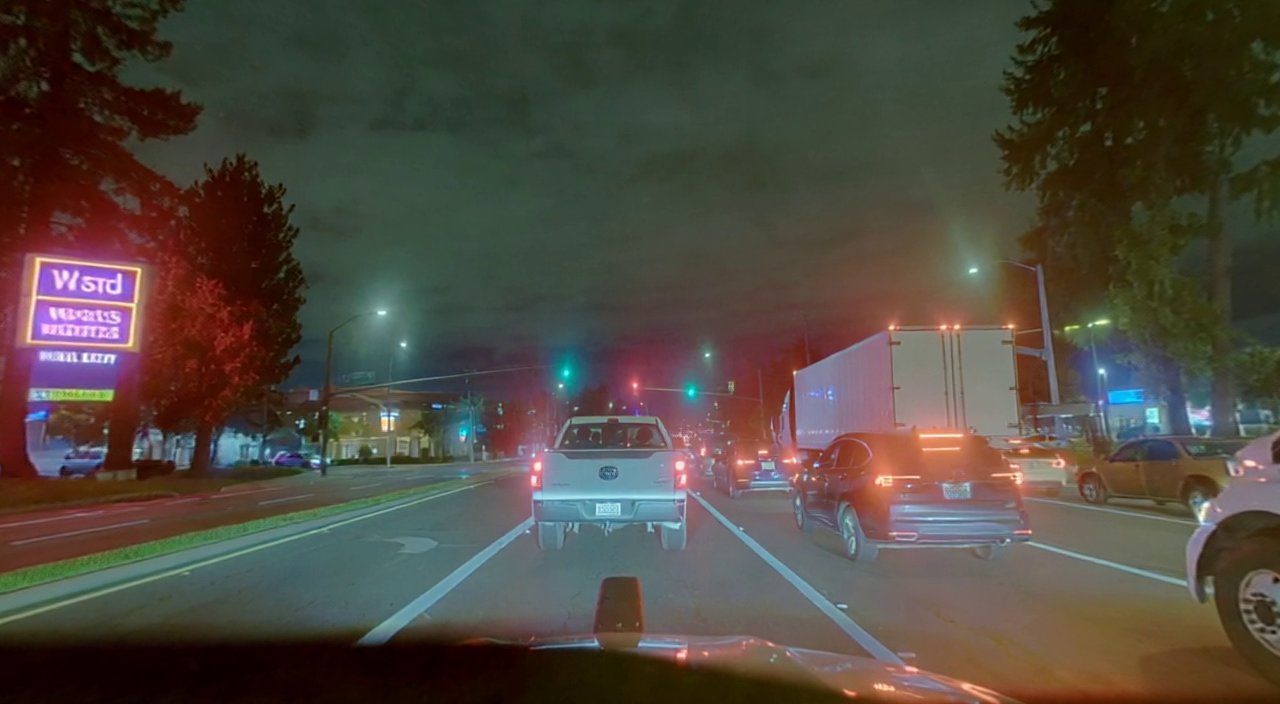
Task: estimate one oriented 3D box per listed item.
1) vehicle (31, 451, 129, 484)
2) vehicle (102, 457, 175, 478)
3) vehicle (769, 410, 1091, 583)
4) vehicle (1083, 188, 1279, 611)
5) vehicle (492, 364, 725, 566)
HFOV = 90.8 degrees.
[{"bbox_3d":[-28.543,5.880,32.382,1.730,1.534,3.922,1,-9,-8],"label":"vehicle"},{"bbox_3d":[-38.177,8.782,48.116,4.150,1.474,1.826,-1,-9,6],"label":"vehicle"},{"bbox_3d":[3.207,1.719,8.413,1.905,1.587,4.998,0,-9,0],"label":"vehicle"},{"bbox_3d":[6.518,0.114,3.315,2.802,3.322,7.429,0,-9,-1],"label":"vehicle"},{"bbox_3d":[-0.359,1.597,9.464,2.499,2.183,5.111,0,-9,0],"label":"vehicle"}]
